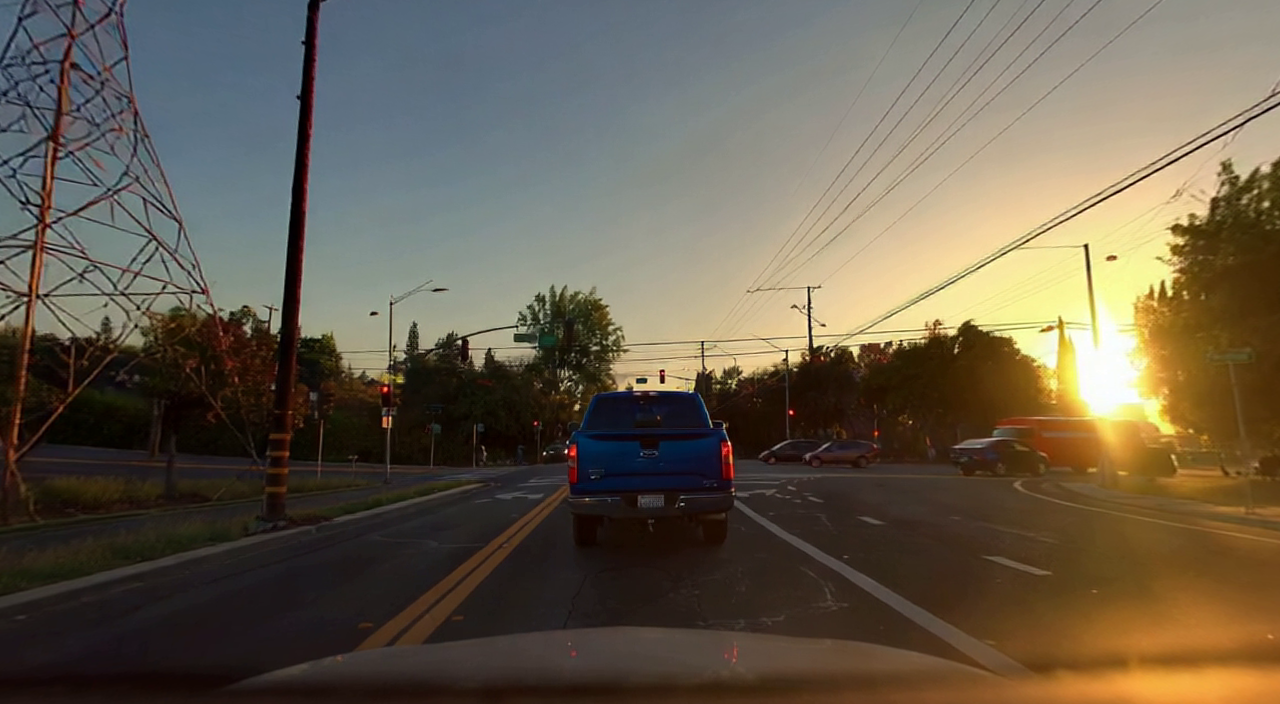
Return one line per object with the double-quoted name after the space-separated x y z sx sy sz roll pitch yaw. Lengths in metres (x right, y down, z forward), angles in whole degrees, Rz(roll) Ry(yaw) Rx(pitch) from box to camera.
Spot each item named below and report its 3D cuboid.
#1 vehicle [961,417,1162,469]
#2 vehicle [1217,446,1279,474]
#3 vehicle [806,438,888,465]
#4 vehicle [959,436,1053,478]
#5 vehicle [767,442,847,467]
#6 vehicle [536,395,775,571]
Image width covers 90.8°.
27.328 5.941 41.365 10.726 3.128 3.003 -1 -8 1 "vehicle"
41.382 7.001 41.262 5.426 1.728 1.999 0 -8 -2 "vehicle"
14.924 7.216 45.785 5.235 1.878 2.107 -1 -8 4 "vehicle"
14.590 4.122 25.085 2.060 1.496 4.520 -9 -12 44 "vehicle"
10.834 6.662 41.197 4.578 1.490 1.935 0 -8 -2 "vehicle"
0.124 1.889 10.014 2.707 1.964 5.485 0 -8 -1 "vehicle"
